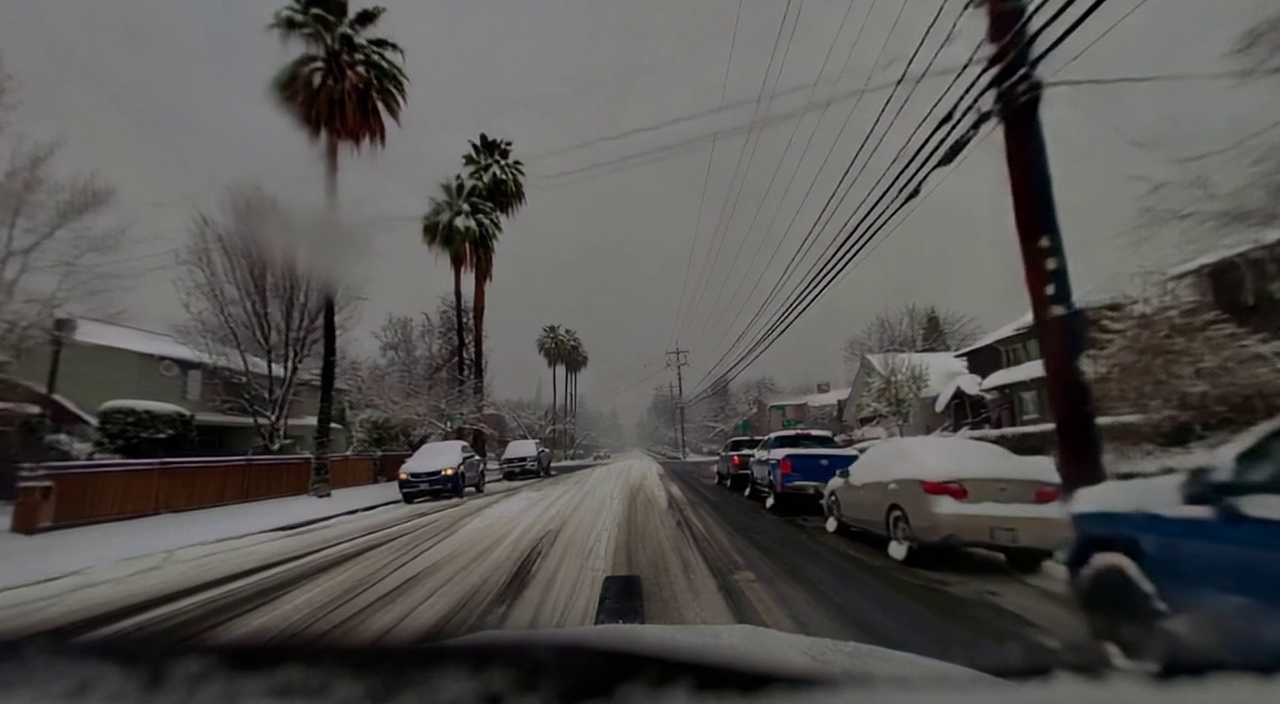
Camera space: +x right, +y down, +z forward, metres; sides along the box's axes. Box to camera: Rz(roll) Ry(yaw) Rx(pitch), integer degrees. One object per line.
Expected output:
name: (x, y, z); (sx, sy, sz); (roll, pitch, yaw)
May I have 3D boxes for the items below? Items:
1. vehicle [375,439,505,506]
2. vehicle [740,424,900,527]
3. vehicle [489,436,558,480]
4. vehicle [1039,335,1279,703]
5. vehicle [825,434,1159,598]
vehicle: (-5.831, 3.557, 19.220); (2.226, 1.768, 4.780); (0, -8, 2)
vehicle: (3.473, 2.471, 13.244); (1.979, 1.762, 4.621); (0, -9, 0)
vehicle: (-5.818, 5.392, 32.499); (2.455, 2.045, 6.171); (0, -8, -1)
vehicle: (3.554, 0.711, 1.738); (2.012, 1.777, 4.505); (0, -9, 1)
vehicle: (3.839, 1.814, 7.842); (1.854, 1.493, 3.880); (0, -9, -1)
